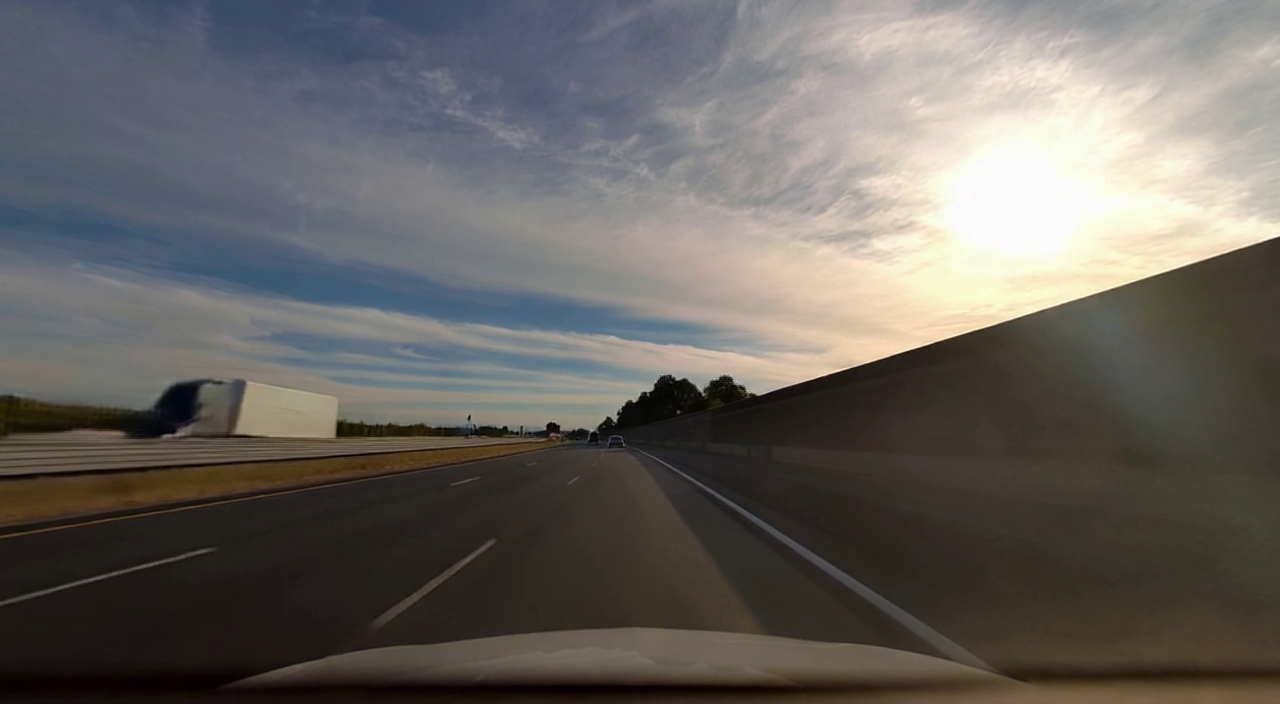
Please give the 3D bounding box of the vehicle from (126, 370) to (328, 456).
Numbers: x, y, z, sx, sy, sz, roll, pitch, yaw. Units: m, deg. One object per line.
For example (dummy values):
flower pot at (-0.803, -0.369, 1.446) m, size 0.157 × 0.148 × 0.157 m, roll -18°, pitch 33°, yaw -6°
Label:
vehicle at (-23.388, 3.914, 37.259) m, size 2.962 × 4.104 × 13.904 m, roll 0°, pitch -8°, yaw -2°
